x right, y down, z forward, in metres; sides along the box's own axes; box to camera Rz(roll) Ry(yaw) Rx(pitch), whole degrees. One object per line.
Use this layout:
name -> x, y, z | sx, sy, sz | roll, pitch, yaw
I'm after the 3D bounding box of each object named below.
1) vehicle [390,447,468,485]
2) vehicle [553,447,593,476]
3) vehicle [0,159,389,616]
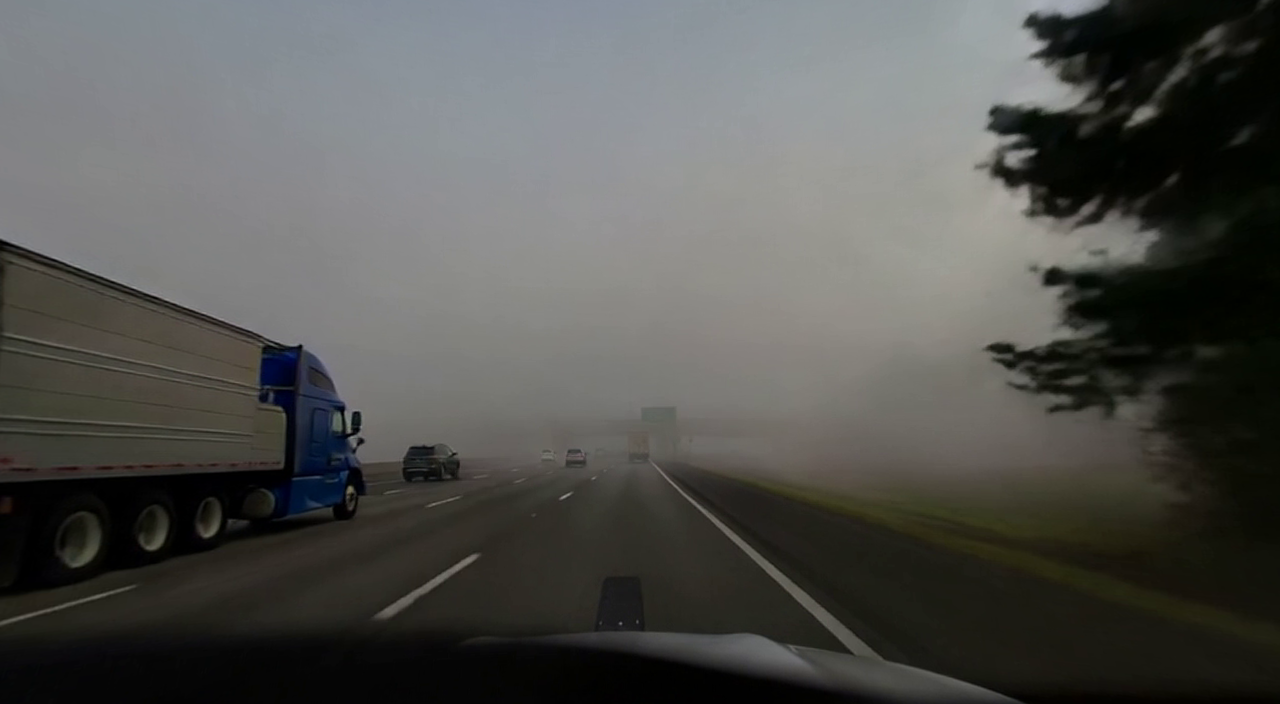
vehicle -> -10.667, 5.798, 32.343 | 2.146, 1.764, 5.510 | 0, -9, 0
vehicle -> -4.205, 6.962, 40.202 | 2.094, 1.695, 4.260 | 0, -9, 0
vehicle -> -7.157, 0.801, 8.444 | 3.303, 3.868, 10.298 | 0, -9, 0
